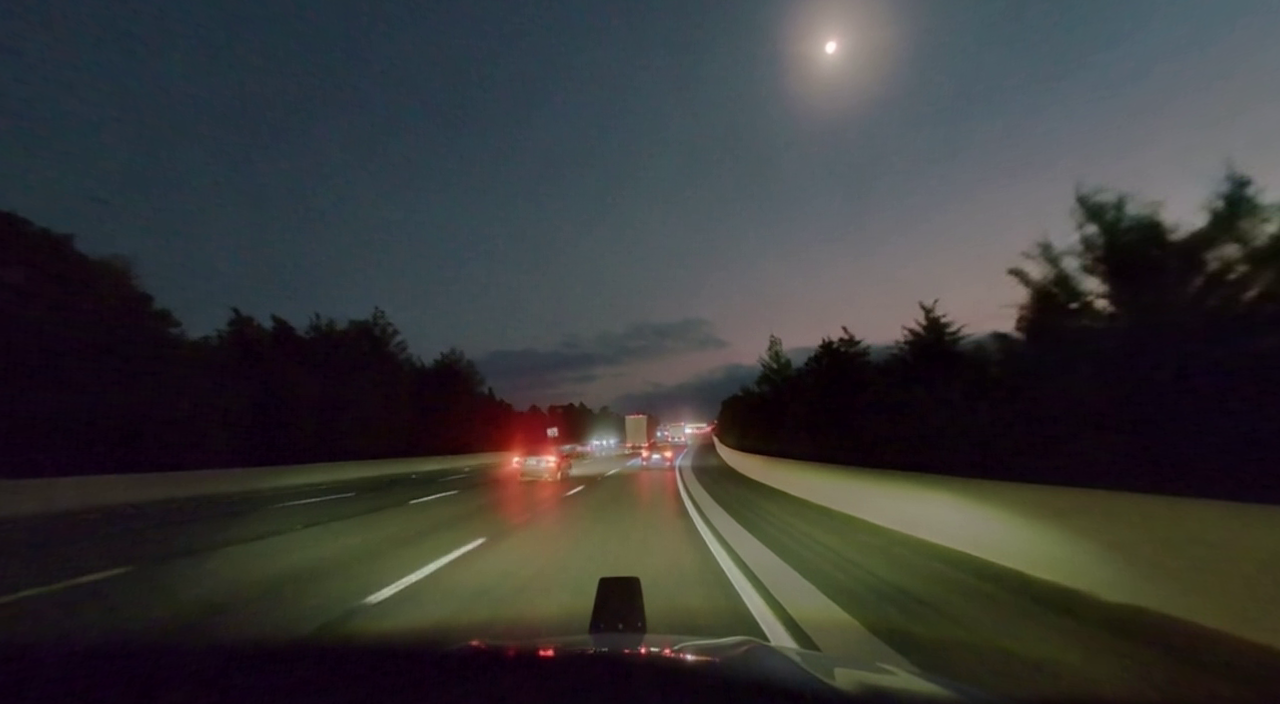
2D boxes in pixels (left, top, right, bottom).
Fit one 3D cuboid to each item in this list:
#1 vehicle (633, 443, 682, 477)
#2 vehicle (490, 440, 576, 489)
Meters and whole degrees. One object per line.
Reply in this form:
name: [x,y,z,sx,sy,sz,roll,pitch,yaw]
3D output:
vehicle: [0.786,4.719,27.865,1.984,1.365,3.767,-1,-9,2]
vehicle: [-3.523,3.811,21.715,1.916,1.486,4.631,-1,-9,3]
